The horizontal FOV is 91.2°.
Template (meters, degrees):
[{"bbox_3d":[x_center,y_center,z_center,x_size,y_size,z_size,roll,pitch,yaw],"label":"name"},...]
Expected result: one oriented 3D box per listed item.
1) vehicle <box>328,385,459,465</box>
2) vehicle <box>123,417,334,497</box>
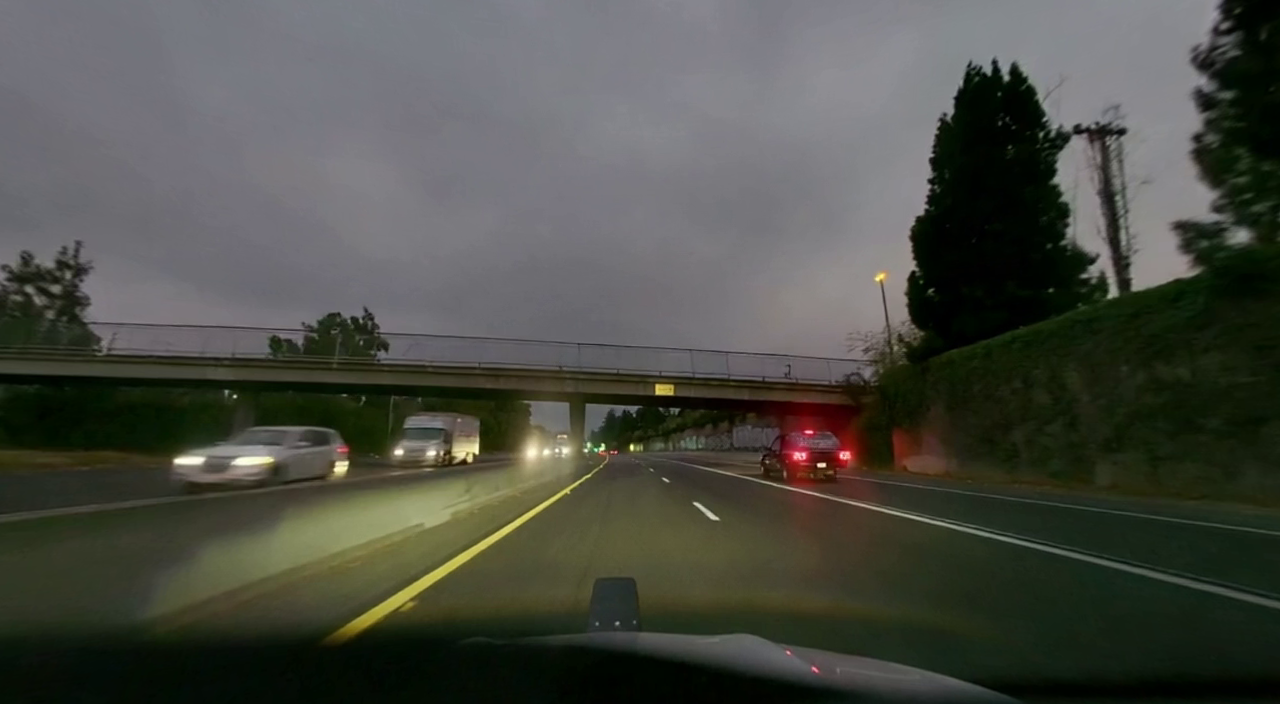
[{"bbox_3d":[-14.437,4.745,38.596,3.020,3.998,14.022,0,-9,-3],"label":"vehicle"},{"bbox_3d":[-9.305,2.436,14.764,1.964,1.571,4.454,0,-9,0],"label":"vehicle"}]
